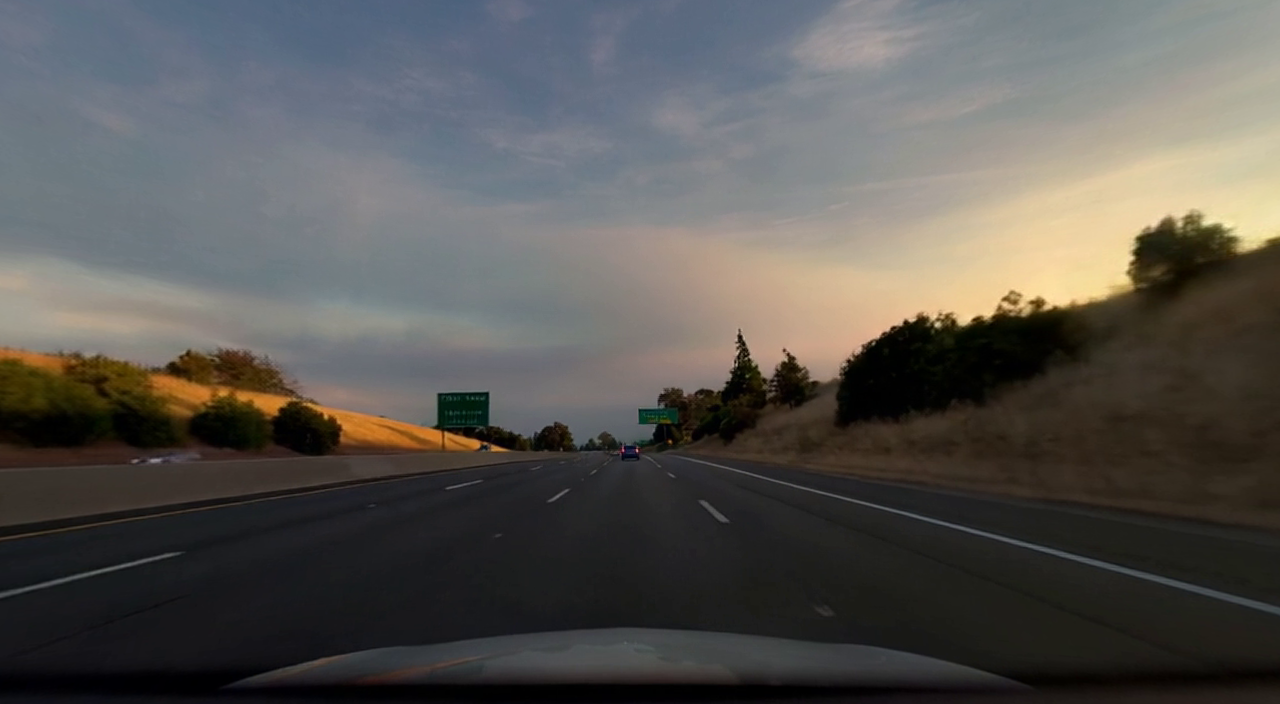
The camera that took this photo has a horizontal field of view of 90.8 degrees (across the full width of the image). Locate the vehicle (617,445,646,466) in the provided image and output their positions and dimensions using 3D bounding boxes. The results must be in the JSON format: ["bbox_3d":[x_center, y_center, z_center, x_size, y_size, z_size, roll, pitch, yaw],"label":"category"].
[{"bbox_3d":[-0.642,7.775,47.512,2.080,1.468,3.884,0,-8,-1],"label":"vehicle"}]
